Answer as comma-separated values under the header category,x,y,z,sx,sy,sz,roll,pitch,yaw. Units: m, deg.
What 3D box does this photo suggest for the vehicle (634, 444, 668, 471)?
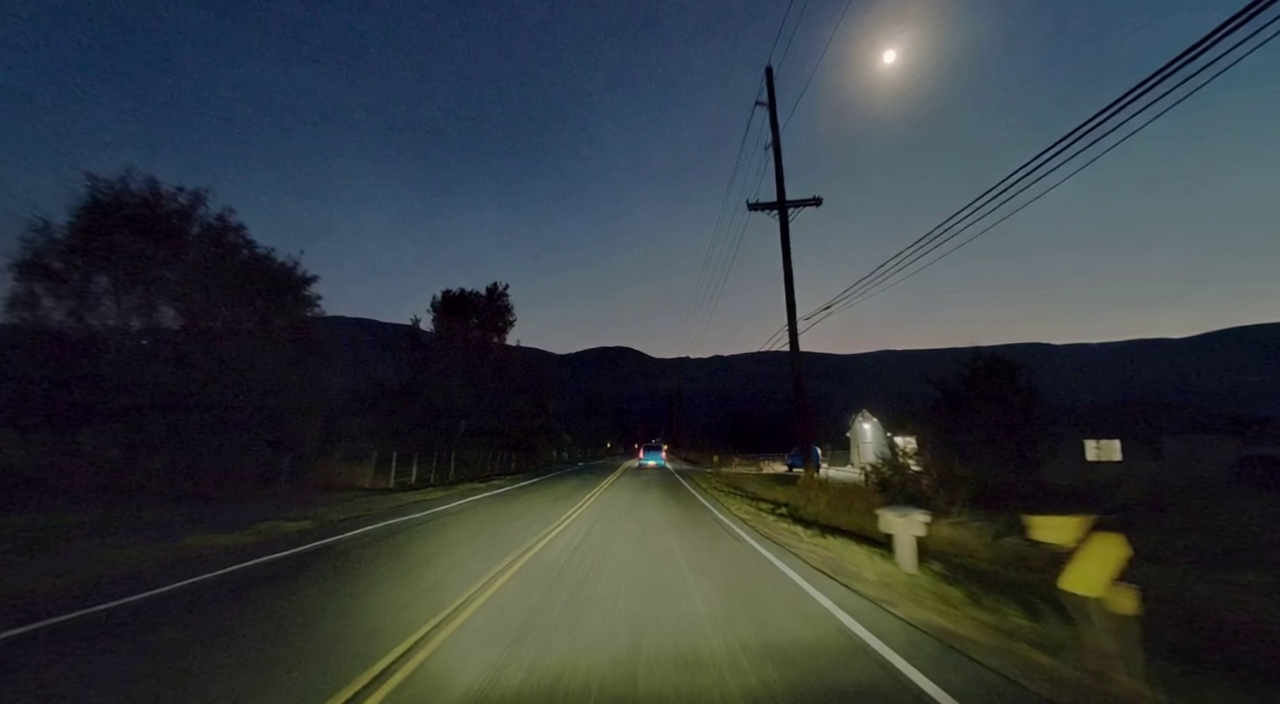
category,x,y,z,sx,sy,sz,roll,pitch,yaw
vehicle,0.792,7.697,46.108,2.319,1.843,4.513,0,-8,1

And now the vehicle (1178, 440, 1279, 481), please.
category,x,y,z,sx,sy,sz,roll,pitch,yaw
vehicle,31.504,5.507,32.121,5.480,1.948,2.344,-1,-7,8

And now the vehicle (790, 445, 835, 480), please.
category,x,y,z,sx,sy,sz,roll,pitch,yaw
vehicle,11.072,7.094,40.591,2.077,1.919,4.690,-4,-8,7
